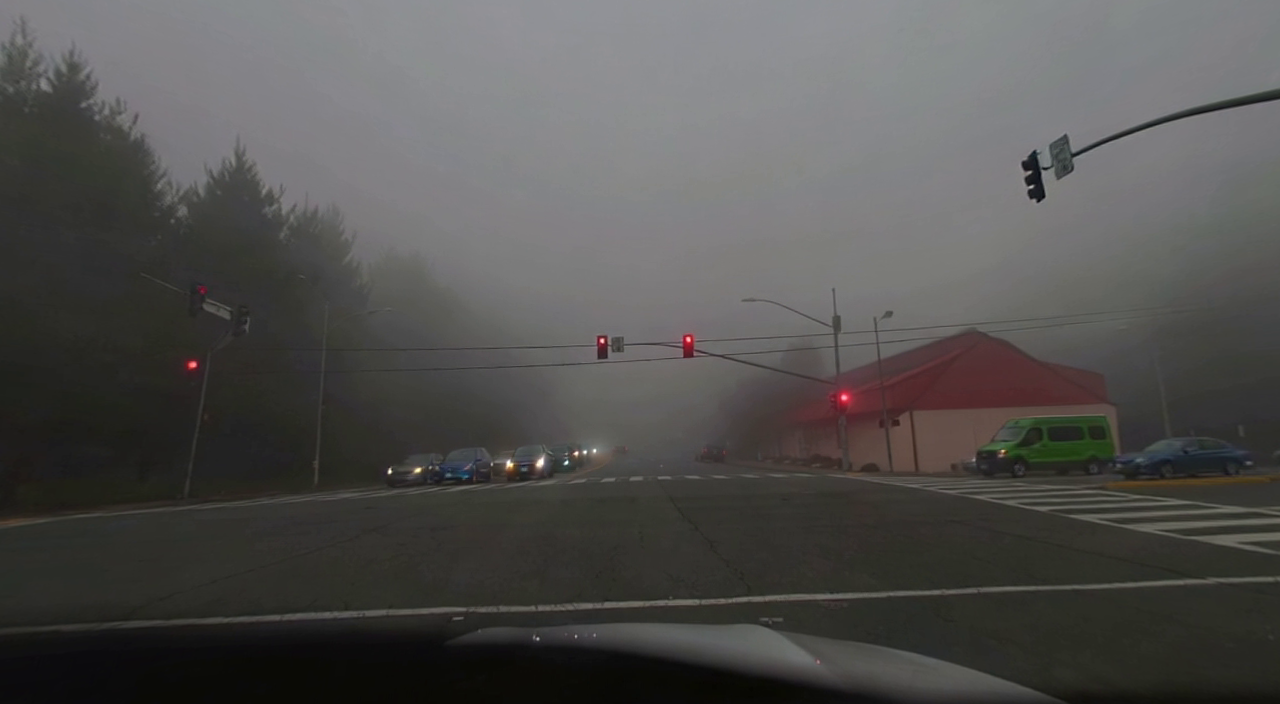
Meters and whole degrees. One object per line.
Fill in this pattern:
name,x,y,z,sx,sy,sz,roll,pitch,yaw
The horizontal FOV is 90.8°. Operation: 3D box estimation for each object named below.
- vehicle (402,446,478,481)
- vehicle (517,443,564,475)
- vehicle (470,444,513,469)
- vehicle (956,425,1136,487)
vehicle,-9.008,5.030,28.879,2.024,1.460,4.381,0,-9,0
vehicle,-4.788,5.188,30.908,1.846,1.416,4.228,0,-9,-3
vehicle,-9.019,6.371,38.755,1.779,1.460,4.463,0,-9,-3
vehicle,14.843,3.760,23.123,5.910,2.046,2.228,3,-9,-19
